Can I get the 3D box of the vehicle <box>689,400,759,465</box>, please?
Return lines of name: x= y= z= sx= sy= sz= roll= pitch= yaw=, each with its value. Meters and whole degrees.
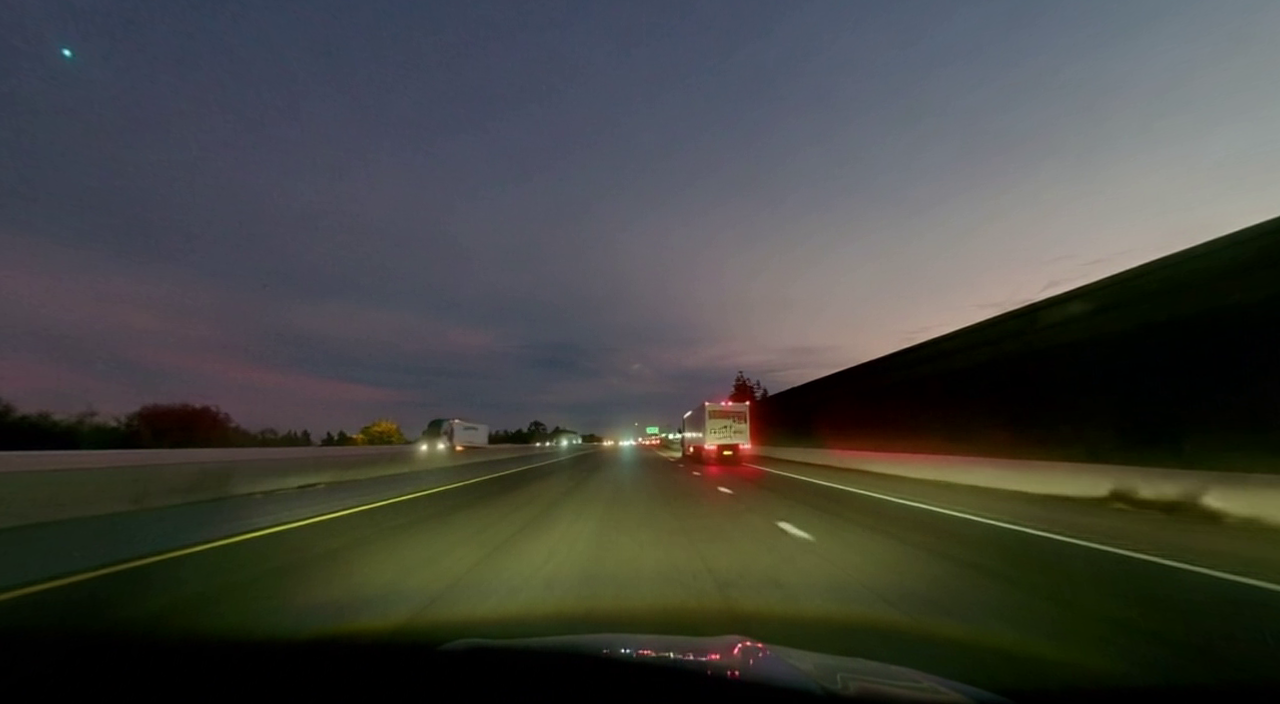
vehicle: x=4.997 y=5.103 z=39.526 sx=2.949 sy=3.470 sz=10.539 roll=-1 pitch=-8 yaw=0
